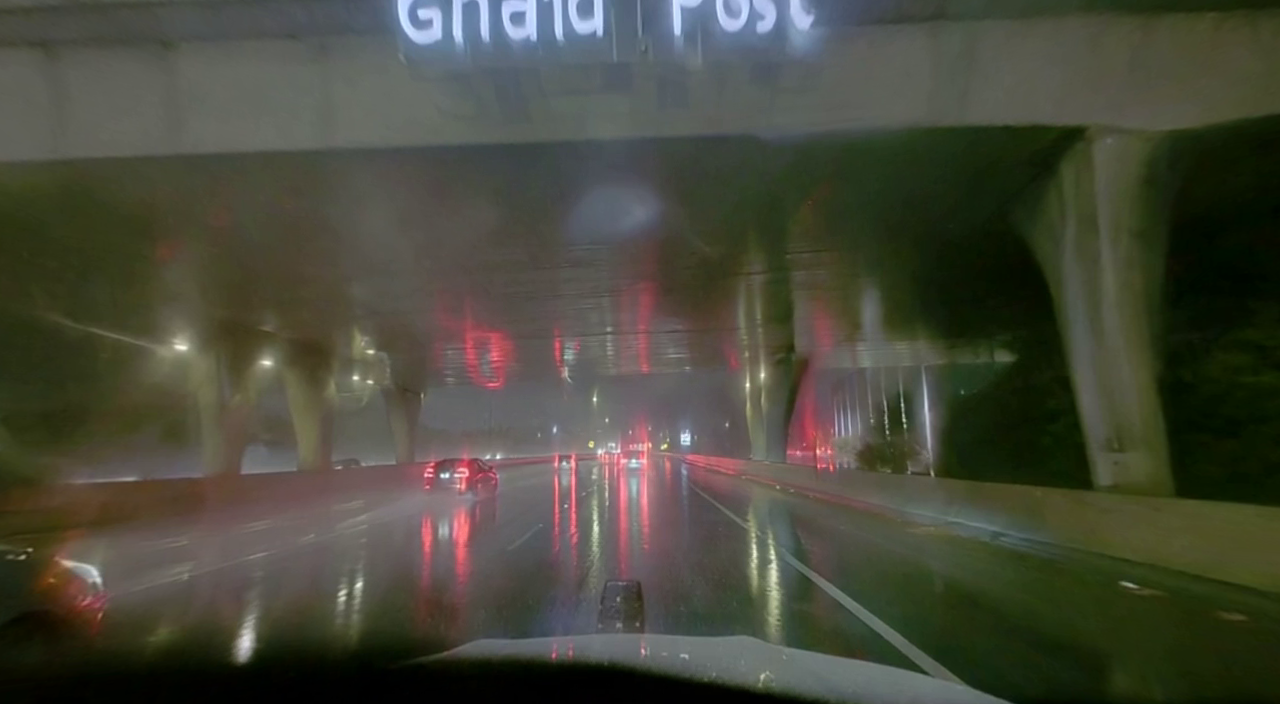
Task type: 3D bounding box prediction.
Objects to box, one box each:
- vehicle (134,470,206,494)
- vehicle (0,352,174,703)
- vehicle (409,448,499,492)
[{"bbox_3d":[-35.487,9.800,47.693,1.835,1.506,4.726,0,-9,0],"label":"vehicle"},{"bbox_3d":[-3.687,0.666,1.235,2.059,1.725,4.521,0,-9,0],"label":"vehicle"},{"bbox_3d":[-7.282,4.655,25.266,1.998,1.542,4.953,0,-9,1],"label":"vehicle"}]
